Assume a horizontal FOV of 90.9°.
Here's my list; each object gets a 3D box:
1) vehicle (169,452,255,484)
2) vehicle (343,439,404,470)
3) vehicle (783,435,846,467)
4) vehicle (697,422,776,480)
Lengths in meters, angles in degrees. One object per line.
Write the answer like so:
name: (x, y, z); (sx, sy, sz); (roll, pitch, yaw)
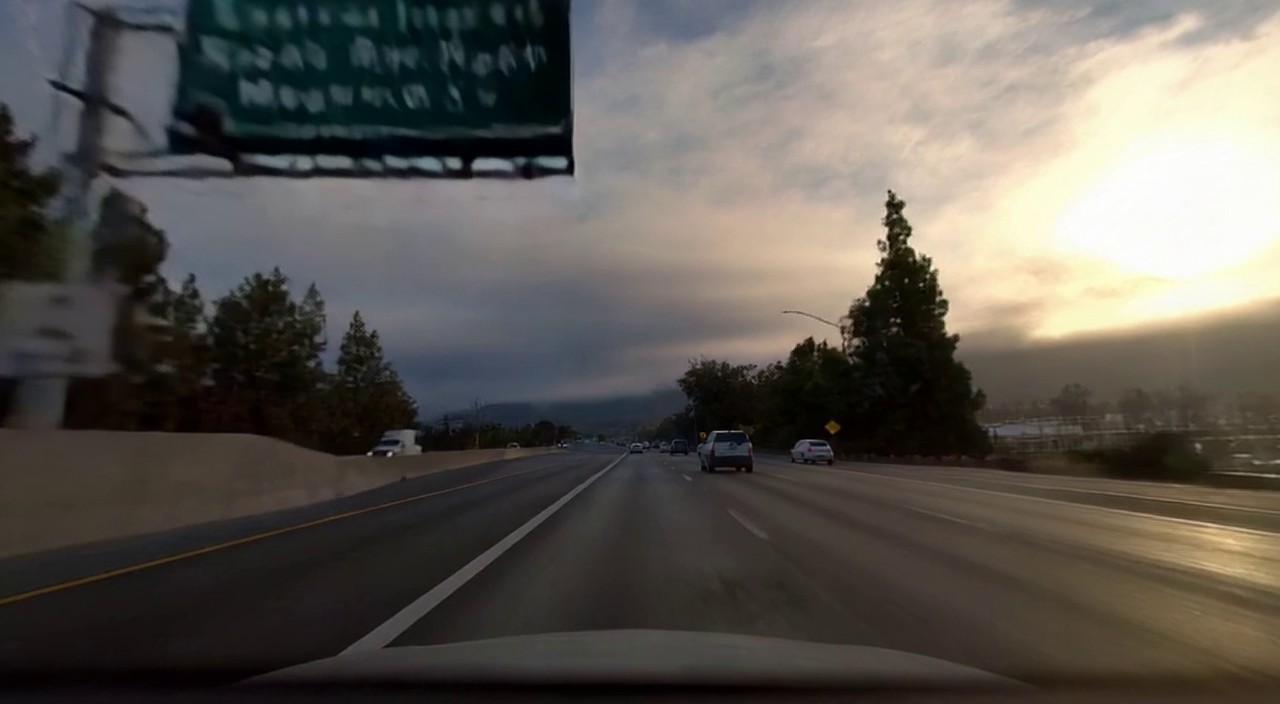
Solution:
vehicle: (-21.300, 5.764, 31.578); (1.697, 1.415, 3.642); (0, -8, 0)
vehicle: (-17.481, 6.732, 41.664); (2.055, 1.898, 4.547); (0, -8, 0)
vehicle: (9.603, 5.493, 35.180); (2.045, 1.658, 4.598); (0, -8, -2)
vehicle: (3.606, 3.853, 24.751); (2.218, 1.964, 5.662); (0, -8, 0)
